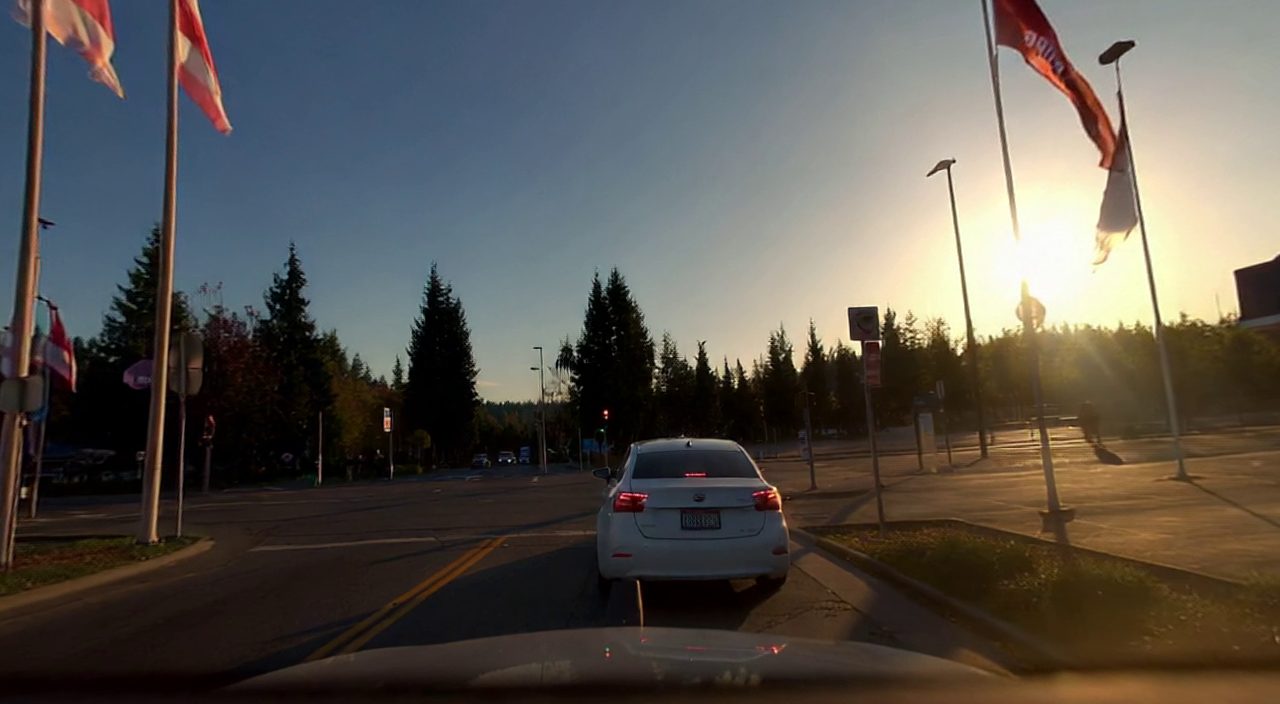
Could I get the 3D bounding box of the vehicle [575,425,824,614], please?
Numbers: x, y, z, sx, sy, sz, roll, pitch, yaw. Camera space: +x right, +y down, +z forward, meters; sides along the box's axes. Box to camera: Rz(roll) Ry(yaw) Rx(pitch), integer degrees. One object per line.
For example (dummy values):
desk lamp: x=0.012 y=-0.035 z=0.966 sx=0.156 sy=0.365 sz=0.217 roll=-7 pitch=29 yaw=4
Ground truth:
vehicle: x=0.385 y=1.617 z=6.901 sx=1.985 sy=1.463 sz=3.647 roll=0 pitch=-9 yaw=-3

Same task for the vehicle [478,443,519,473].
vehicle: x=-9.992 y=7.492 z=44.759 sx=2.212 sy=1.948 sz=4.537 roll=0 pitch=-9 yaw=-5
